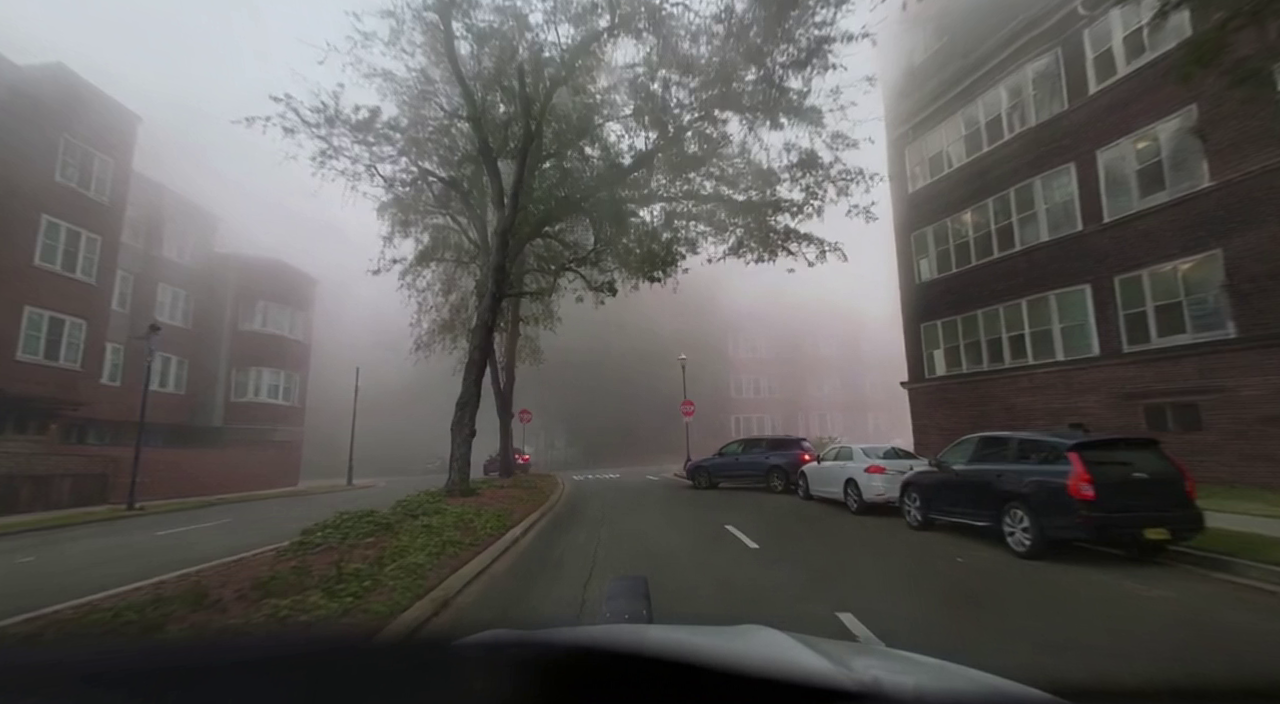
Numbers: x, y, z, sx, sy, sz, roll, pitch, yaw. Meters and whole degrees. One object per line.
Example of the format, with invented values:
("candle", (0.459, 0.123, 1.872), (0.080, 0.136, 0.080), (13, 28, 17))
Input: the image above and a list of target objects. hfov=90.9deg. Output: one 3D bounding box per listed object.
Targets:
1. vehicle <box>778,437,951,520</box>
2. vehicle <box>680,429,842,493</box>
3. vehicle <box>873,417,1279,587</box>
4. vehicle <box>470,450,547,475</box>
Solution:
("vehicle", (4.638, 2.656, 14.008), (1.758, 1.454, 5.088), (0, -8, -3))
("vehicle", (3.385, 3.269, 18.738), (2.065, 1.529, 4.709), (1, -11, -29))
("vehicle", (4.928, 1.742, 8.054), (1.989, 1.503, 4.594), (1, -9, -2))
("vehicle", (-8.438, 7.036, 40.340), (4.654, 1.503, 1.951), (-5, -10, 30))
